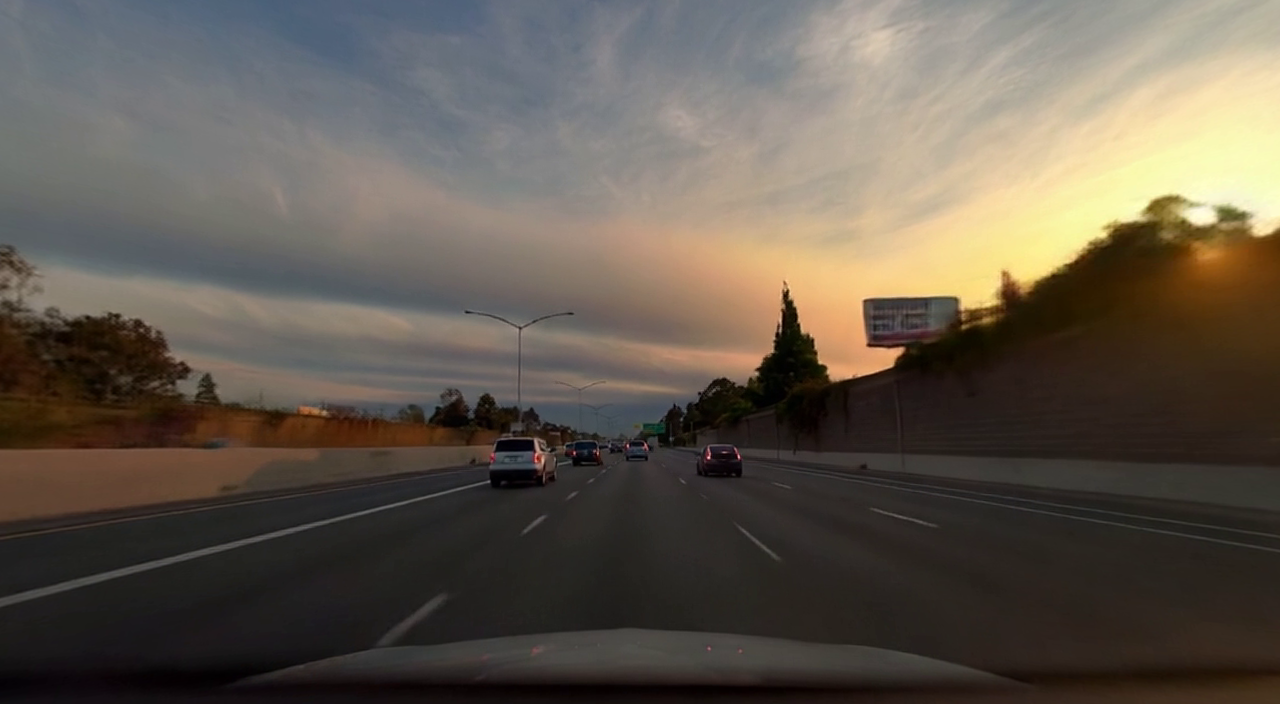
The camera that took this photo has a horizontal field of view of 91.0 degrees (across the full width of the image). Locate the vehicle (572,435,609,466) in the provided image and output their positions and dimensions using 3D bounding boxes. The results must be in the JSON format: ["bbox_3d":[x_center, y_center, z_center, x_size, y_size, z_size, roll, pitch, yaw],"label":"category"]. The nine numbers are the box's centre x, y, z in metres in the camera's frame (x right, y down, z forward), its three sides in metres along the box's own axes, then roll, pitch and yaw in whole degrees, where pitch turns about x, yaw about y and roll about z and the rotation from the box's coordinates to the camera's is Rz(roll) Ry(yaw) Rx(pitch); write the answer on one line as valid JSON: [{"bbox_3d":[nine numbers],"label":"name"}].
[{"bbox_3d":[-3.589,7.320,46.864,2.378,2.214,4.352,0,-9,0],"label":"vehicle"}]

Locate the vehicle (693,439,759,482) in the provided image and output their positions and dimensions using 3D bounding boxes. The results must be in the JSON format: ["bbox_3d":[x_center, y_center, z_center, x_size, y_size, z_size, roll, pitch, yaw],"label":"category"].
[{"bbox_3d":[3.689,4.767,27.962,2.224,1.752,4.487,0,-9,-1],"label":"vehicle"}]

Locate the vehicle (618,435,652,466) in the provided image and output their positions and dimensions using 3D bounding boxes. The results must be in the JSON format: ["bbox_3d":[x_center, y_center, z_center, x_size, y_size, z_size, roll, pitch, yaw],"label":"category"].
[{"bbox_3d":[-0.347,7.566,48.589,2.485,2.215,5.199,0,-9,1],"label":"vehicle"}]

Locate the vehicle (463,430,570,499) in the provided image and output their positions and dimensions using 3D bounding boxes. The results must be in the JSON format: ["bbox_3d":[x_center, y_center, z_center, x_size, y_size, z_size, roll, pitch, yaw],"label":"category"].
[{"bbox_3d":[-3.627,3.425,19.696,2.184,1.819,5.441,0,-9,1],"label":"vehicle"}]
